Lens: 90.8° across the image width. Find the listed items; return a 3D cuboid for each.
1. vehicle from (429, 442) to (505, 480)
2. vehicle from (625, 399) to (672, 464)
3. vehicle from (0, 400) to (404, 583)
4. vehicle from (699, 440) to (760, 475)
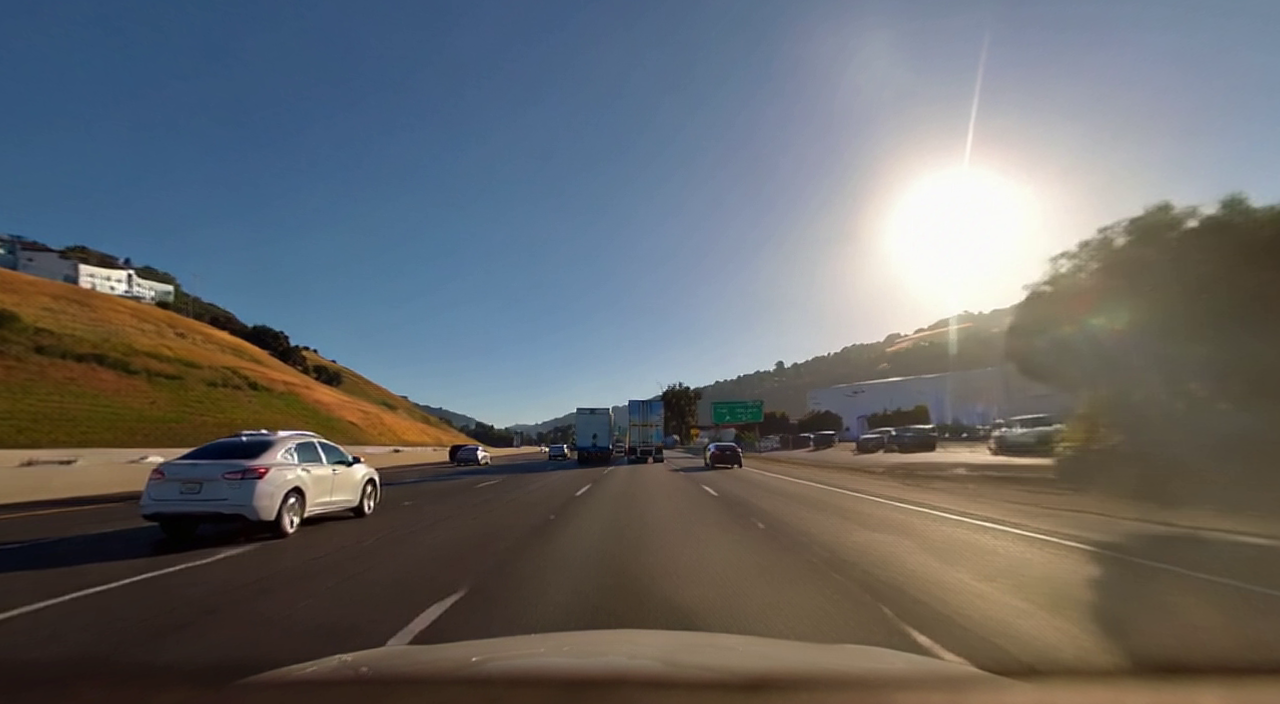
[{"bbox_3d":[-7.272,4.606,27.003,1.891,1.460,4.506,0,-9,1],"label":"vehicle"},{"bbox_3d":[0.498,5.828,45.374,2.969,4.104,10.906,0,-9,0],"label":"vehicle"},{"bbox_3d":[-5.142,1.686,8.389,2.122,1.754,4.379,0,-9,3],"label":"vehicle"},{"bbox_3d":[3.898,4.668,28.112,2.006,1.452,4.246,0,-9,-1],"label":"vehicle"}]
